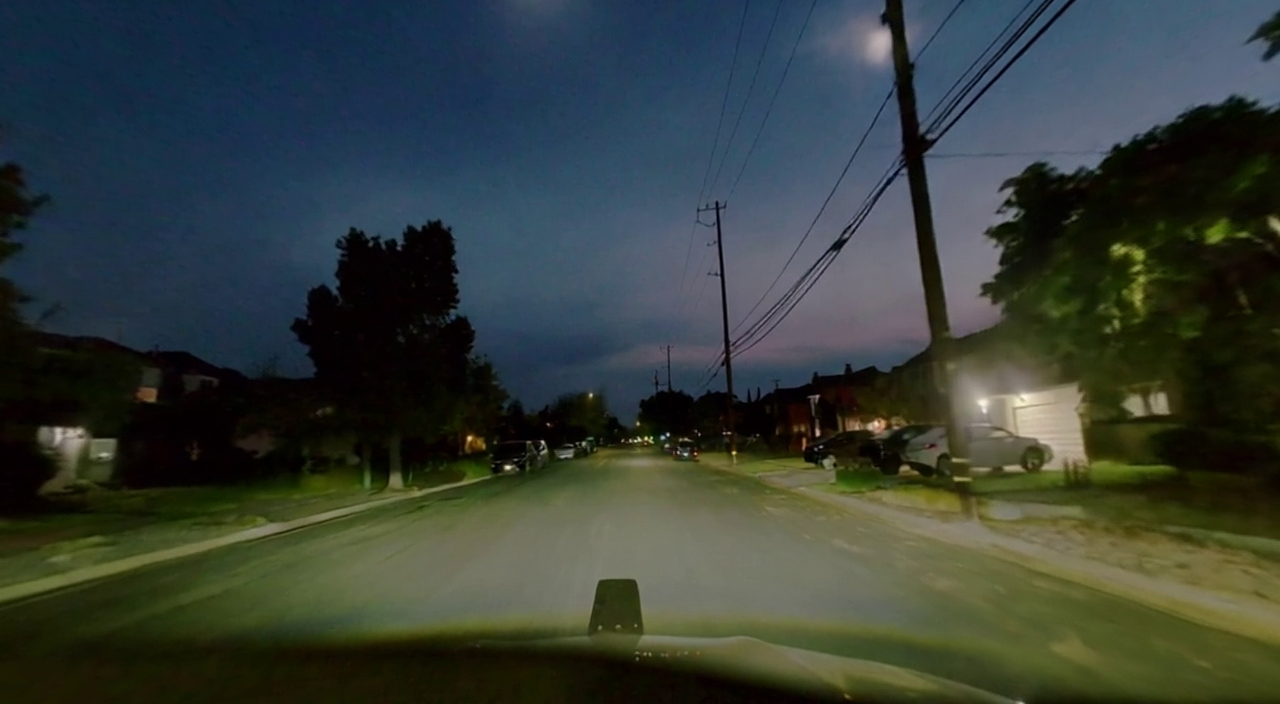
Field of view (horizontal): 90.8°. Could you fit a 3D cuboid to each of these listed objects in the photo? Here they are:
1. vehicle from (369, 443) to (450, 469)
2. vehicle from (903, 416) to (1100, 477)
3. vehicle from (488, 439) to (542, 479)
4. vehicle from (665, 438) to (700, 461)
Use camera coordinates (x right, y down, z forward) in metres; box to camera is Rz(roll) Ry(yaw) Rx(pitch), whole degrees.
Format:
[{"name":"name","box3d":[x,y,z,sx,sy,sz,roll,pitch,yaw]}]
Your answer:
[{"name":"vehicle","box3d":[-16.275,7.364,44.782,4.706,1.681,2.389,-1,-9,5]},{"name":"vehicle","box3d":[11.094,2.953,19.717,4.782,1.748,2.106,0,-8,1]},{"name":"vehicle","box3d":[-6.331,5.435,32.412,2.035,1.736,3.955,-2,-6,-1]},{"name":"vehicle","box3d":[3.242,7.508,48.931,2.247,1.618,4.655,2,-8,-1]}]
